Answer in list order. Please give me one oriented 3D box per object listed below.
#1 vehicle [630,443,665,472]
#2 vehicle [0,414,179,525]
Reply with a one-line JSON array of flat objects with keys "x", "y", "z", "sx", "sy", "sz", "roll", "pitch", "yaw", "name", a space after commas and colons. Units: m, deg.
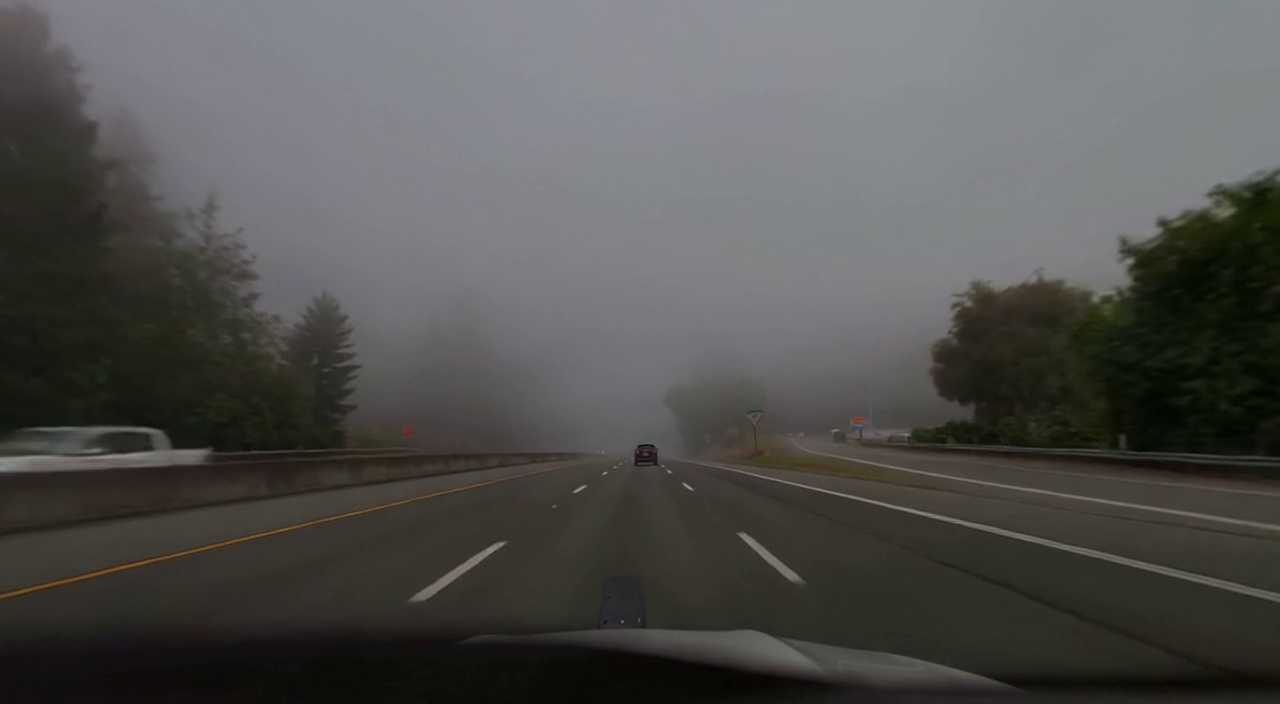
[{"x": 0.477, "y": 6.622, "z": 39.784, "sx": 2.087, "sy": 1.682, "sz": 4.388, "roll": 0, "pitch": -9, "yaw": 0, "name": "vehicle"}, {"x": -12.445, "y": 2.398, "z": 13.142, "sx": 2.102, "sy": 1.955, "sz": 4.656, "roll": 0, "pitch": -9, "yaw": 0, "name": "vehicle"}]
